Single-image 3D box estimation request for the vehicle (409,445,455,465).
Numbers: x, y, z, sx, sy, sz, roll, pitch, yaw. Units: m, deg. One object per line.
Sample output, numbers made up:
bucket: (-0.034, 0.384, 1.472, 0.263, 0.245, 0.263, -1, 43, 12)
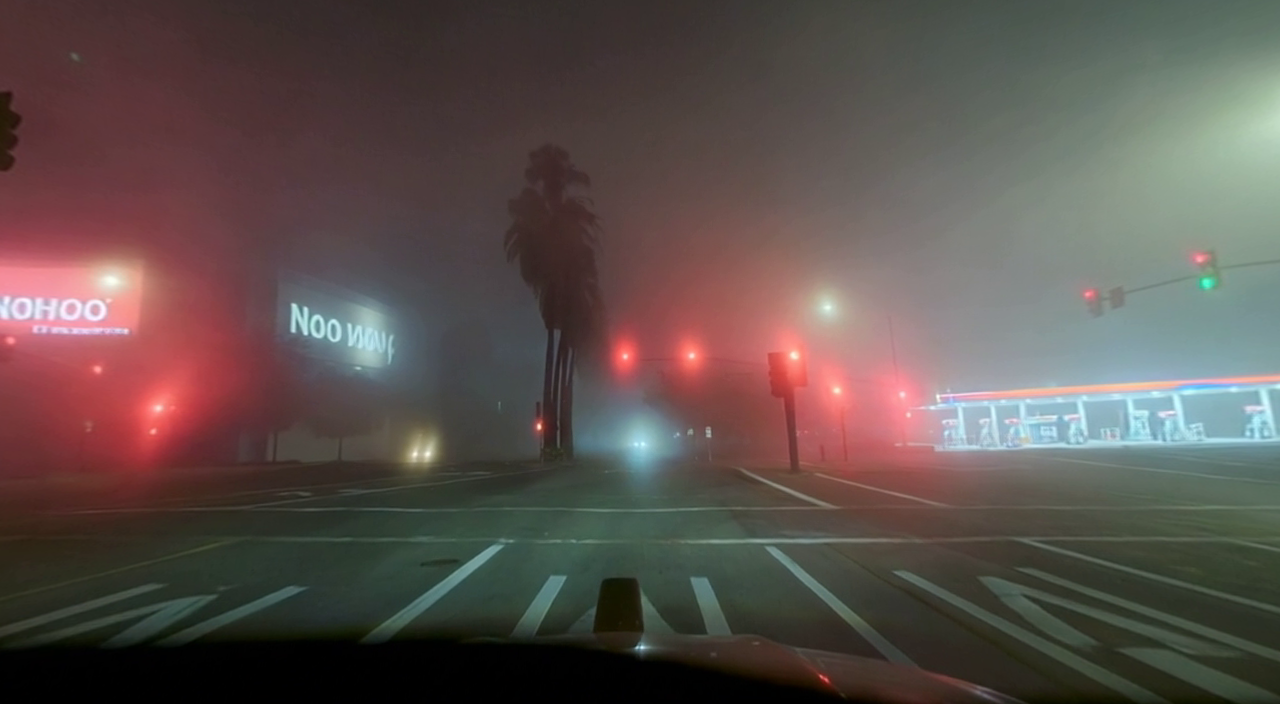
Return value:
vehicle: (-16.396, 8.112, 49.897, 2.033, 1.467, 4.504, 0, -8, 1)
